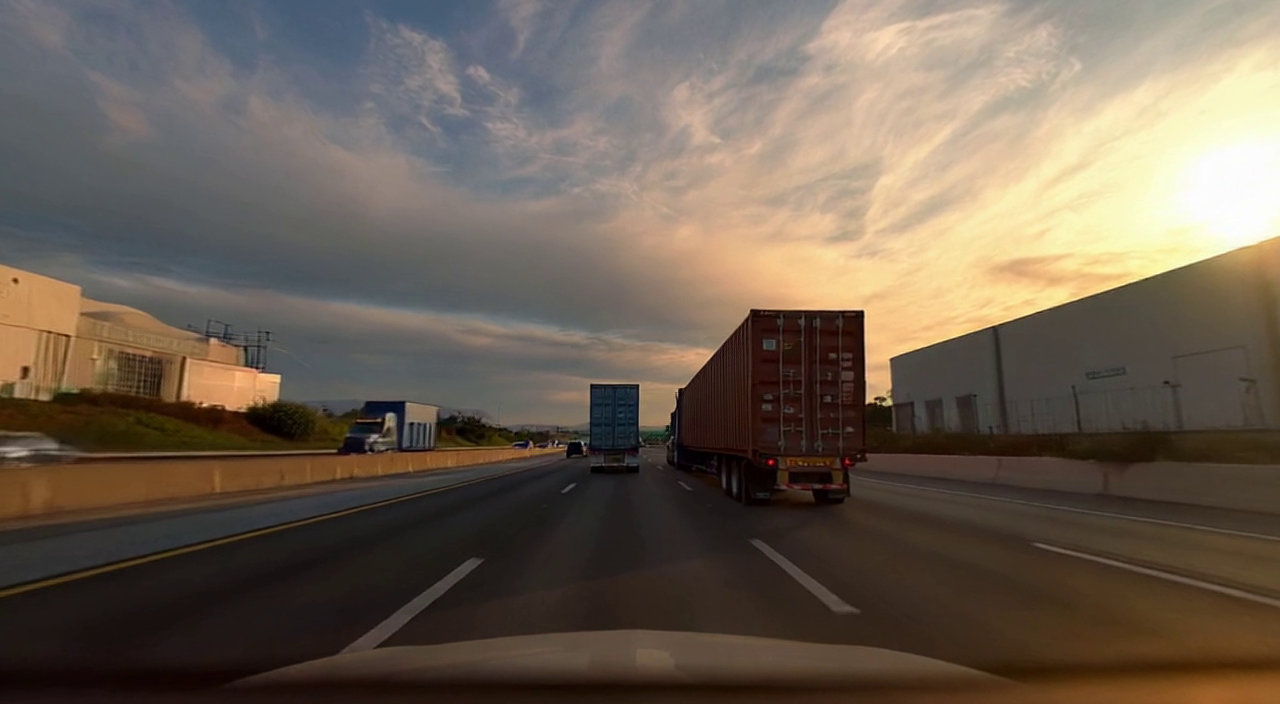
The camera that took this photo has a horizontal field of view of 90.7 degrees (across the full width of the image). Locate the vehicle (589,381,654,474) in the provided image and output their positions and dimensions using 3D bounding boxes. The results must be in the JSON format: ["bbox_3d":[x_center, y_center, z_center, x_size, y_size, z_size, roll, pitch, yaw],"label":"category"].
[{"bbox_3d":[-0.808,4.210,33.936,2.841,4.071,12.046,-1,-9,0],"label":"vehicle"}]

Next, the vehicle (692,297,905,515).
[{"bbox_3d":[3.450,1.906,18.215,2.803,4.072,12.744,0,-9,0],"label":"vehicle"}]

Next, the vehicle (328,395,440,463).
[{"bbox_3d":[-17.291,5.579,44.261,2.829,4.021,13.010,0,-9,-2],"label":"vehicle"}]
